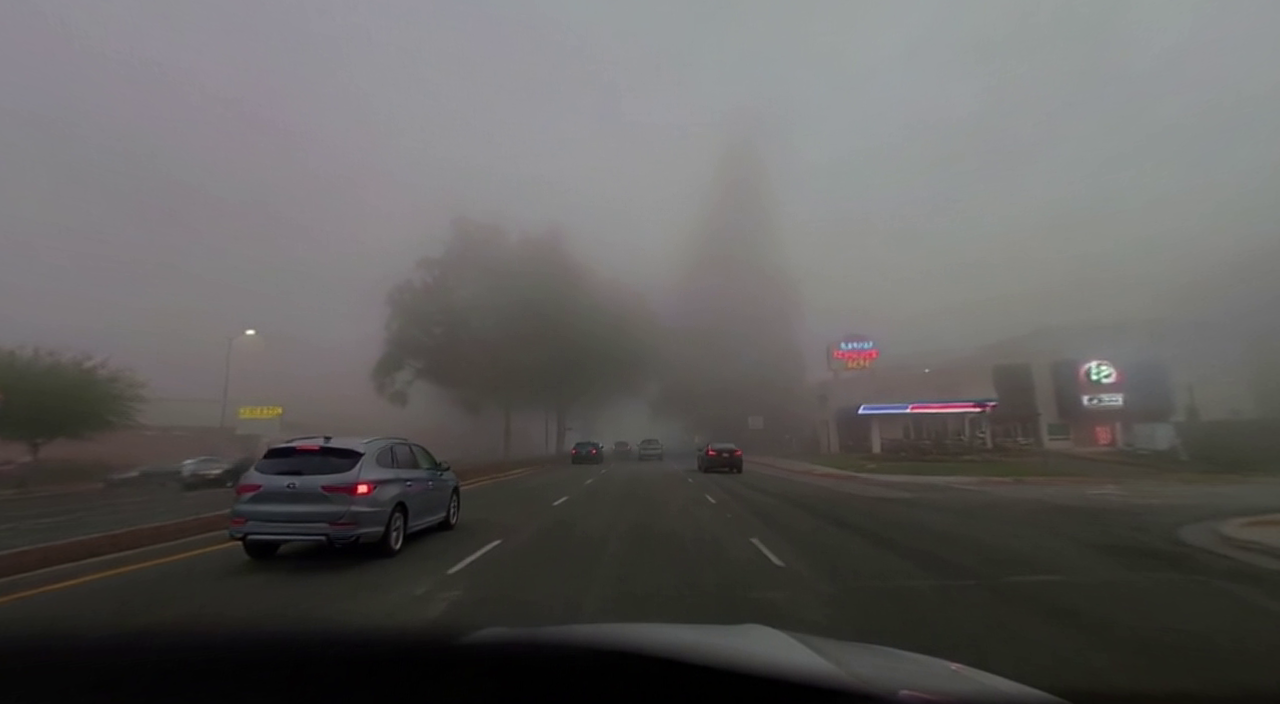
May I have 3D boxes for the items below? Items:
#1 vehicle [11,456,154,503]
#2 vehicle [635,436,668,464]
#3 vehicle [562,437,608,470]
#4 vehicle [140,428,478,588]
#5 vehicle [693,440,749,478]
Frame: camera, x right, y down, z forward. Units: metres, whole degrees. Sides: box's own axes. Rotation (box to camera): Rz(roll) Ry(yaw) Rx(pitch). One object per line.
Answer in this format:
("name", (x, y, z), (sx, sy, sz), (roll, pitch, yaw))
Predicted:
("vehicle", (-22.653, 5.149, 25.876), (1.877, 1.467, 4.406), (-4, -7, 1))
("vehicle", (0.780, 6.728, 43.341), (2.193, 1.873, 4.033), (0, -9, 1))
("vehicle", (-2.969, 5.608, 34.894), (2.026, 1.665, 4.193), (0, -9, 2))
("vehicle", (-3.675, 1.793, 8.141), (1.908, 1.481, 4.351), (0, -9, 1))
("vehicle", (3.540, 4.729, 28.110), (1.922, 1.579, 3.642), (0, -9, -2))
